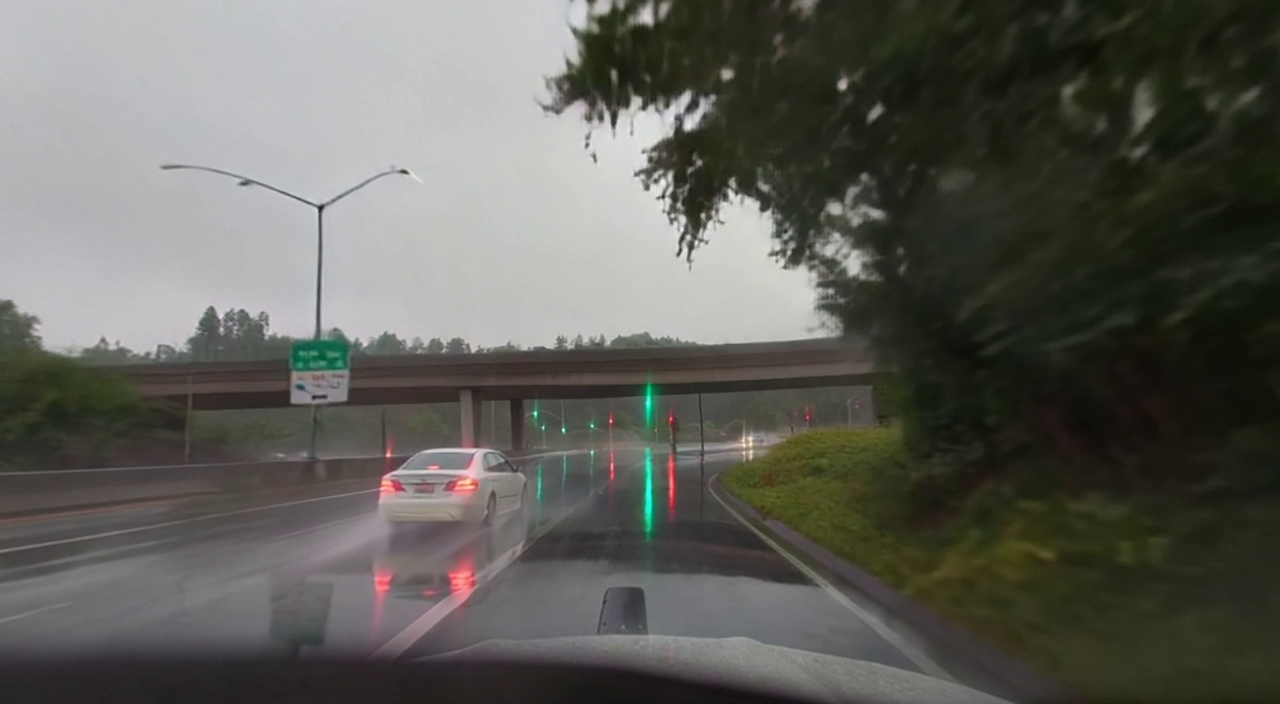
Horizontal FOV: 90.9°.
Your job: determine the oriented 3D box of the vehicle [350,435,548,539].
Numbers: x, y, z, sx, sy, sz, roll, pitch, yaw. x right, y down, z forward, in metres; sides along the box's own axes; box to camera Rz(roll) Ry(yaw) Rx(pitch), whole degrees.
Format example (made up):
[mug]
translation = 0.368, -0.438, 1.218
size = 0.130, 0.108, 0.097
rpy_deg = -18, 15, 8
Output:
[vehicle]
translation = -3.056, 2.280, 11.301
size = 1.963, 1.460, 4.614
rpy_deg = 0, -9, 2
